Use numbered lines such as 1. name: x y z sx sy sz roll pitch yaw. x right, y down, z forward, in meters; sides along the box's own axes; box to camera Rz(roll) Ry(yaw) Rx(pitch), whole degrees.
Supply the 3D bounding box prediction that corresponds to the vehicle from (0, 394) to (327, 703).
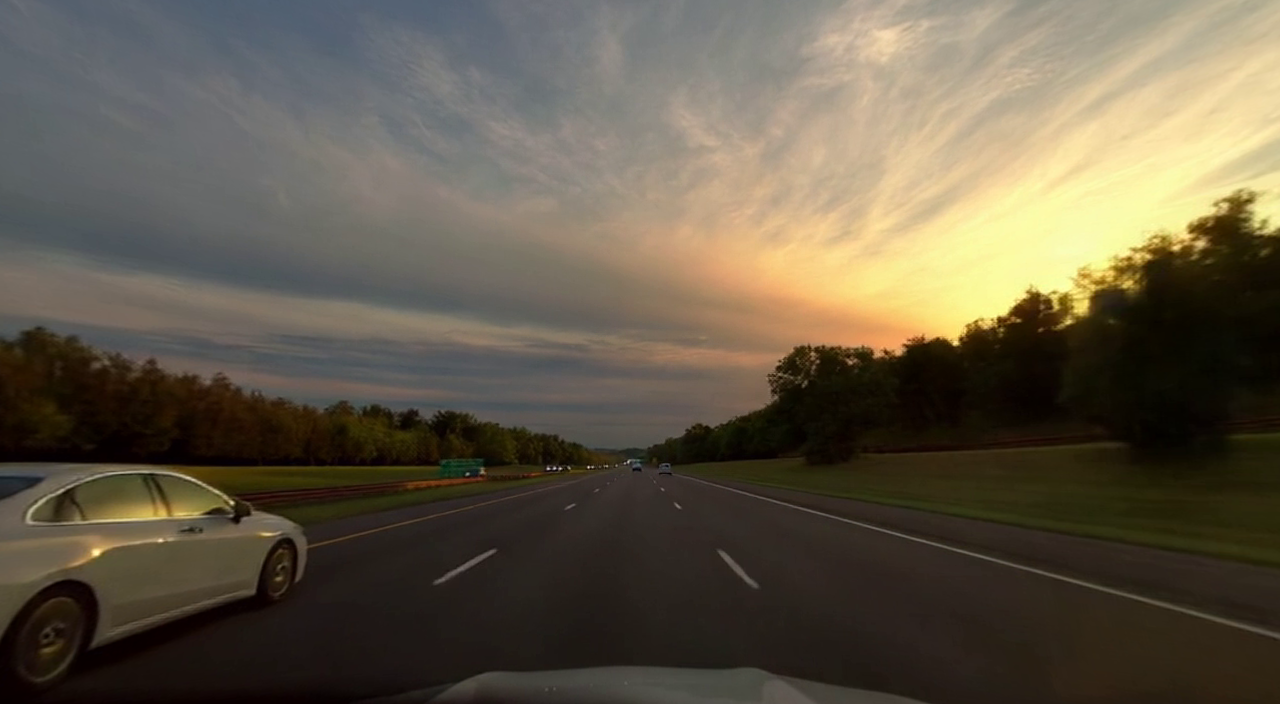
1. vehicle: -4.096 1.141 3.799 1.928 1.593 4.871 1 -10 -1
